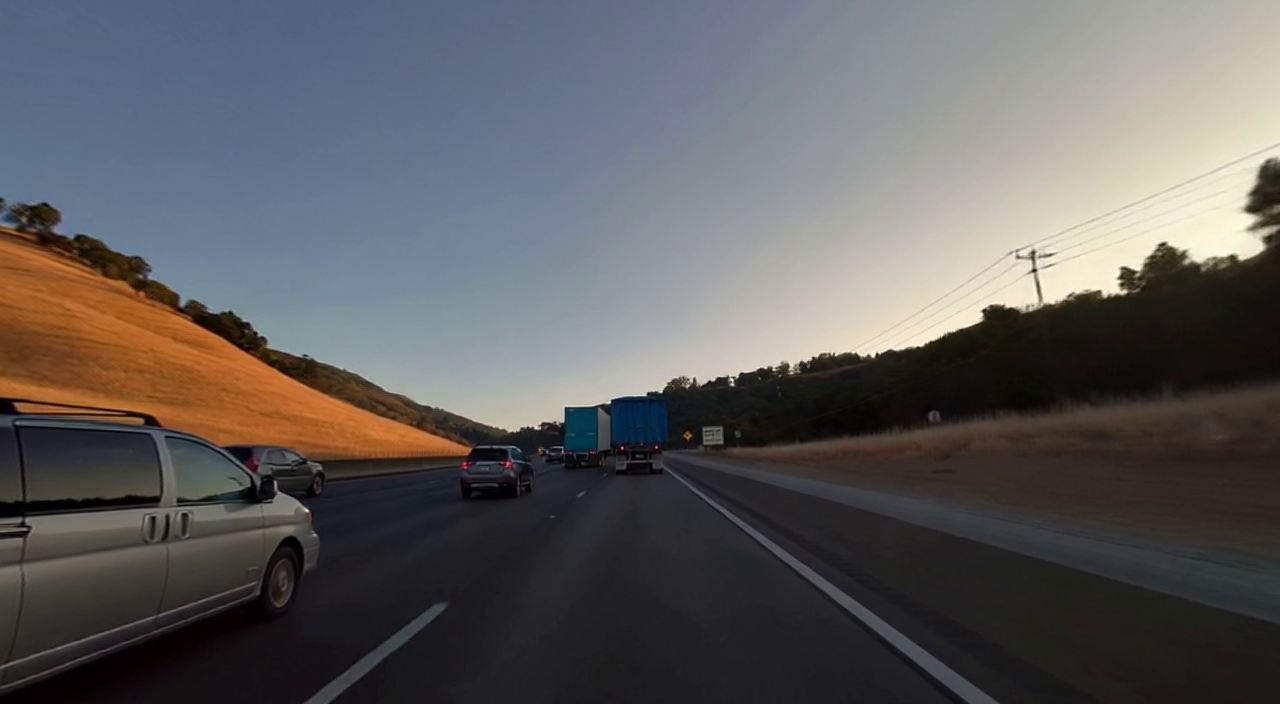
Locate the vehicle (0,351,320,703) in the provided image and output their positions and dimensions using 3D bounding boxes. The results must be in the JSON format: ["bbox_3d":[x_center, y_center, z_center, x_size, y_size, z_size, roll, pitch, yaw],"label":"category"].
[{"bbox_3d":[-4.029,0.948,3.268,2.136,1.779,4.875,0,-9,0],"label":"vehicle"}]

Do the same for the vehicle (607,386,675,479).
[{"bbox_3d":[0.154,4.265,32.745,2.913,3.988,10.874,0,-9,1],"label":"vehicle"}]

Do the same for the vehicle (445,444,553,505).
[{"bbox_3d":[-3.682,3.268,17.340,1.950,1.446,4.224,0,-9,1],"label":"vehicle"}]
